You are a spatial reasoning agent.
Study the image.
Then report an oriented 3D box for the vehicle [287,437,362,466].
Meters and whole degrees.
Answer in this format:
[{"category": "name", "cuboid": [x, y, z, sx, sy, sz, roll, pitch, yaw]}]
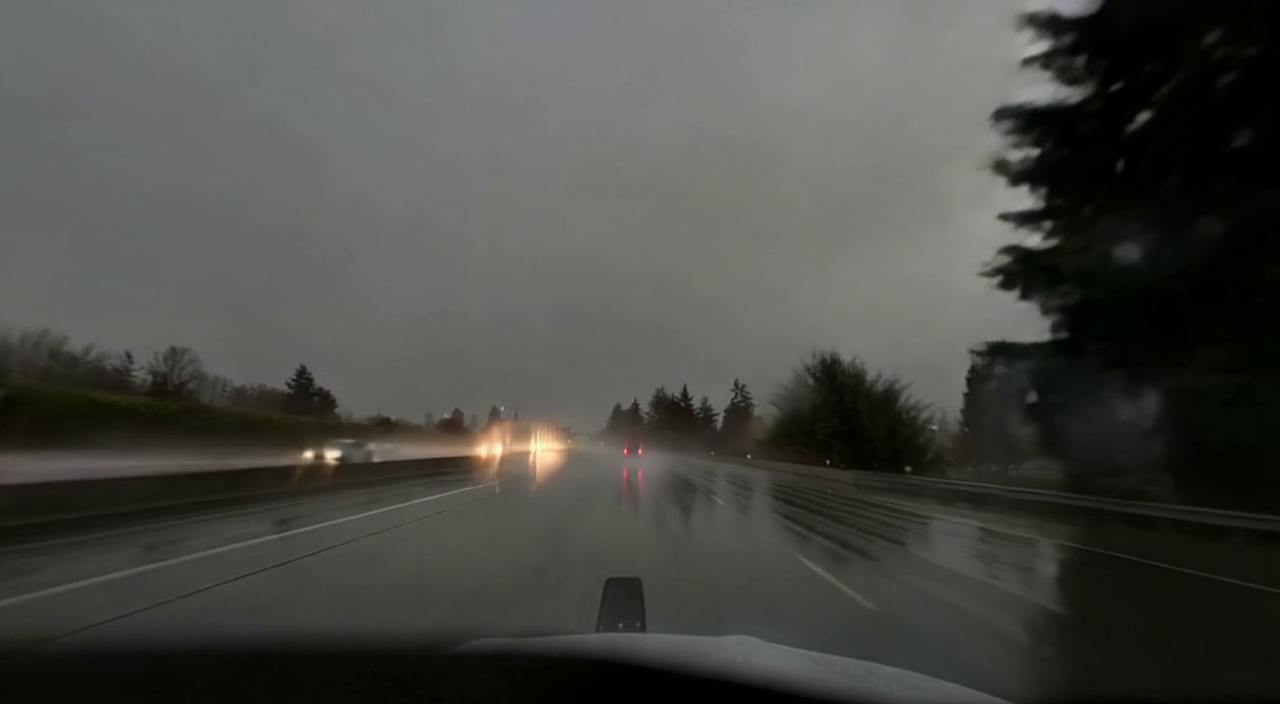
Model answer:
[{"category": "vehicle", "cuboid": [-17.173, 5.432, 34.561, 1.856, 1.447, 4.302, 0, -9, 0]}]
